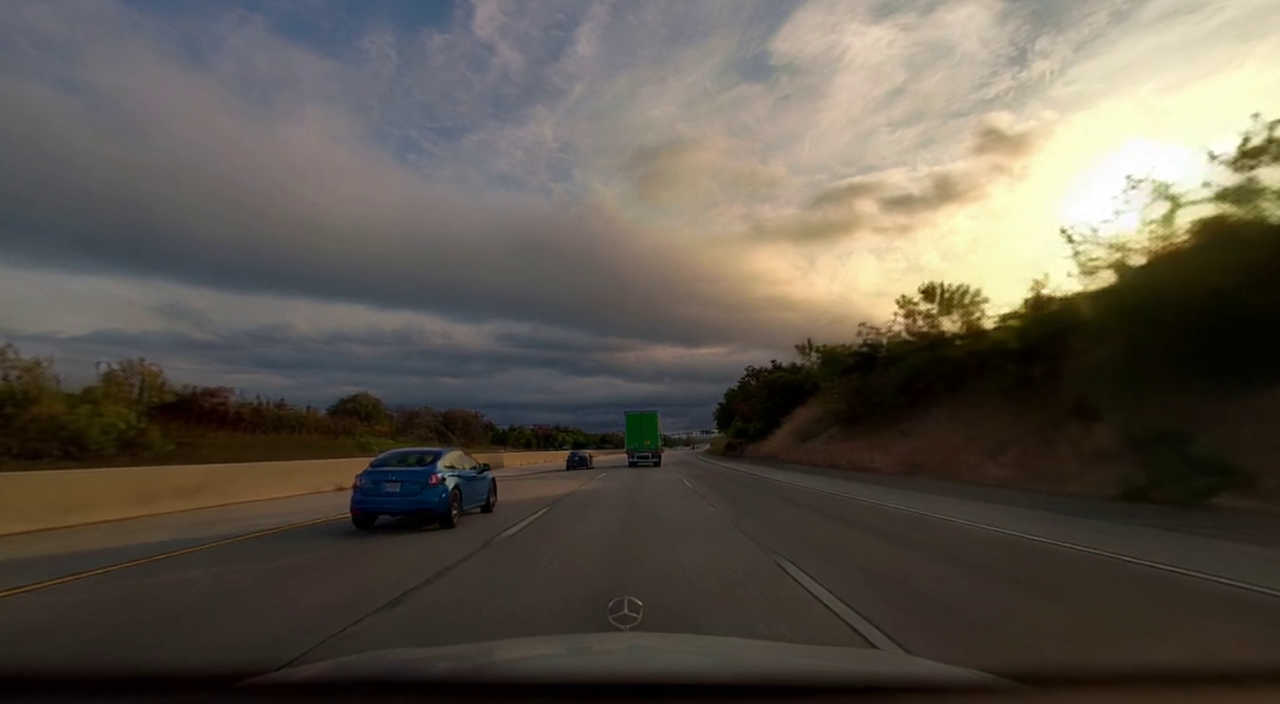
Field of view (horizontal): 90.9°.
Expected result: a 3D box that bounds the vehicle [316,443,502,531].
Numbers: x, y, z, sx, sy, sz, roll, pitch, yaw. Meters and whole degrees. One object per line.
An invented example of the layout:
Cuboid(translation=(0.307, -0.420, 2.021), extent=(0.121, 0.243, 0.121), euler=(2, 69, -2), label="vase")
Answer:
Cuboid(translation=(-4.369, 2.610, 12.809), extent=(2.010, 1.461, 4.391), euler=(0, -9, 1), label="vehicle")

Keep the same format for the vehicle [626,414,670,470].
Cuboid(translation=(0.527, 6.573, 45.683), extent=(2.893, 3.628, 9.081), euler=(0, -9, 0), label="vehicle")

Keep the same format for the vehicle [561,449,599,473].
Cuboid(translation=(-3.757, 6.908, 40.221), extent=(1.981, 1.435, 4.199), euler=(0, -9, 1), label="vehicle")
